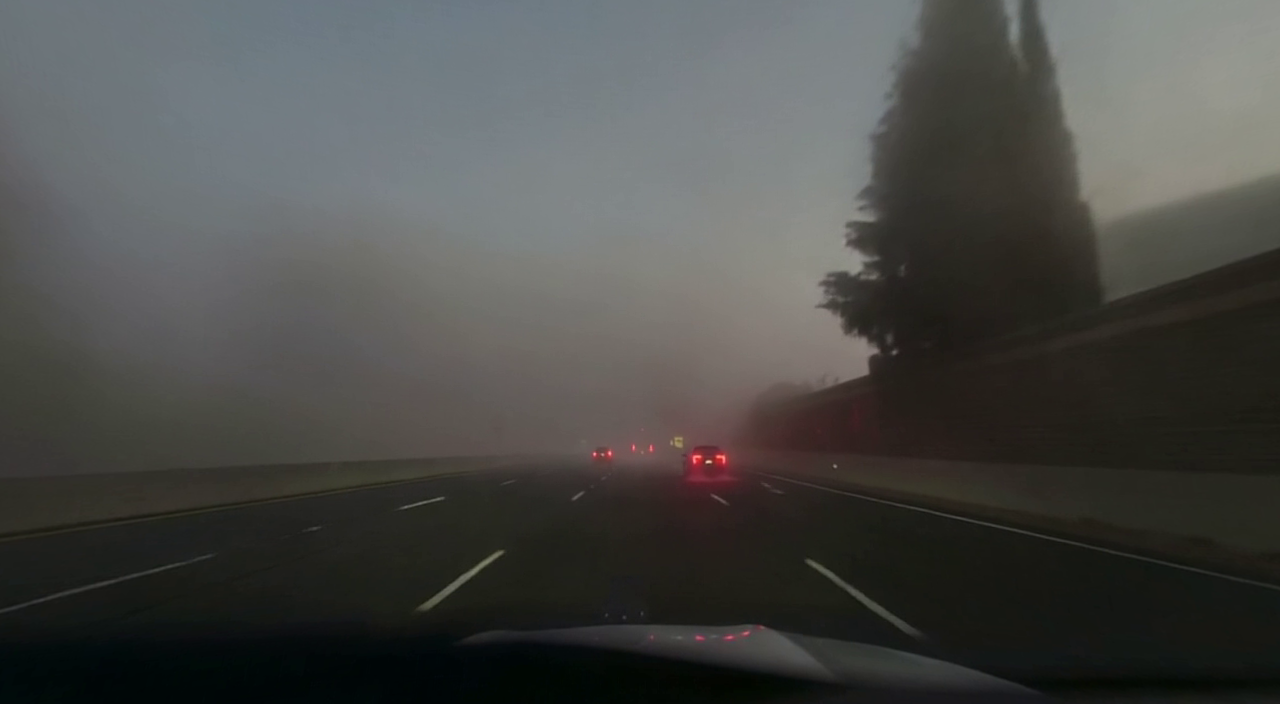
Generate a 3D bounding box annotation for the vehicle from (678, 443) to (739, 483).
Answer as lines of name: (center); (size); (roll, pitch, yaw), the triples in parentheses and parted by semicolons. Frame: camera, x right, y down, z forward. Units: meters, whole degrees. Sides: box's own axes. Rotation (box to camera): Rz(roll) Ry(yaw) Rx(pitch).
vehicle: (2.808, 4.678, 26.700); (1.973, 1.536, 4.337); (0, -9, -2)
